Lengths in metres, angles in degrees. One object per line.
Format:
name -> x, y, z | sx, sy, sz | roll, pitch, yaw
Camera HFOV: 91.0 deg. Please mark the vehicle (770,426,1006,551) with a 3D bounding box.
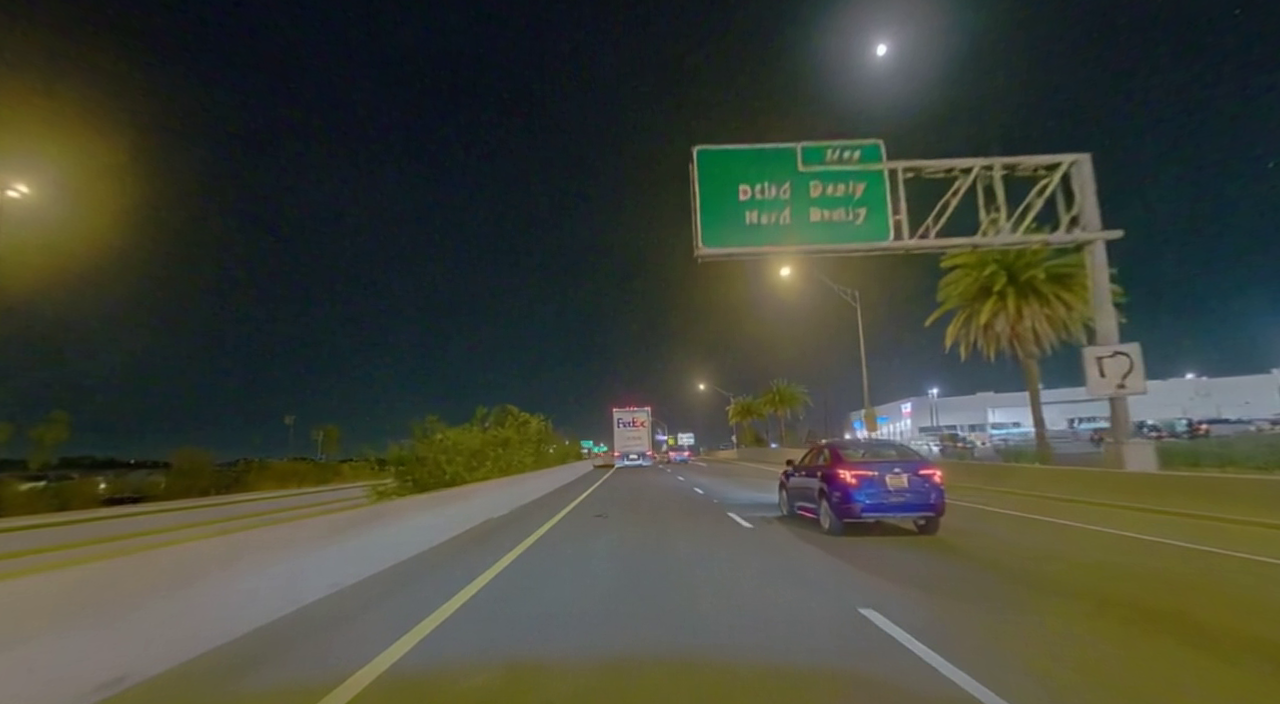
vehicle -> 3.578, 2.052, 10.118 | 1.966, 1.558, 4.238 | 0, -9, -1
